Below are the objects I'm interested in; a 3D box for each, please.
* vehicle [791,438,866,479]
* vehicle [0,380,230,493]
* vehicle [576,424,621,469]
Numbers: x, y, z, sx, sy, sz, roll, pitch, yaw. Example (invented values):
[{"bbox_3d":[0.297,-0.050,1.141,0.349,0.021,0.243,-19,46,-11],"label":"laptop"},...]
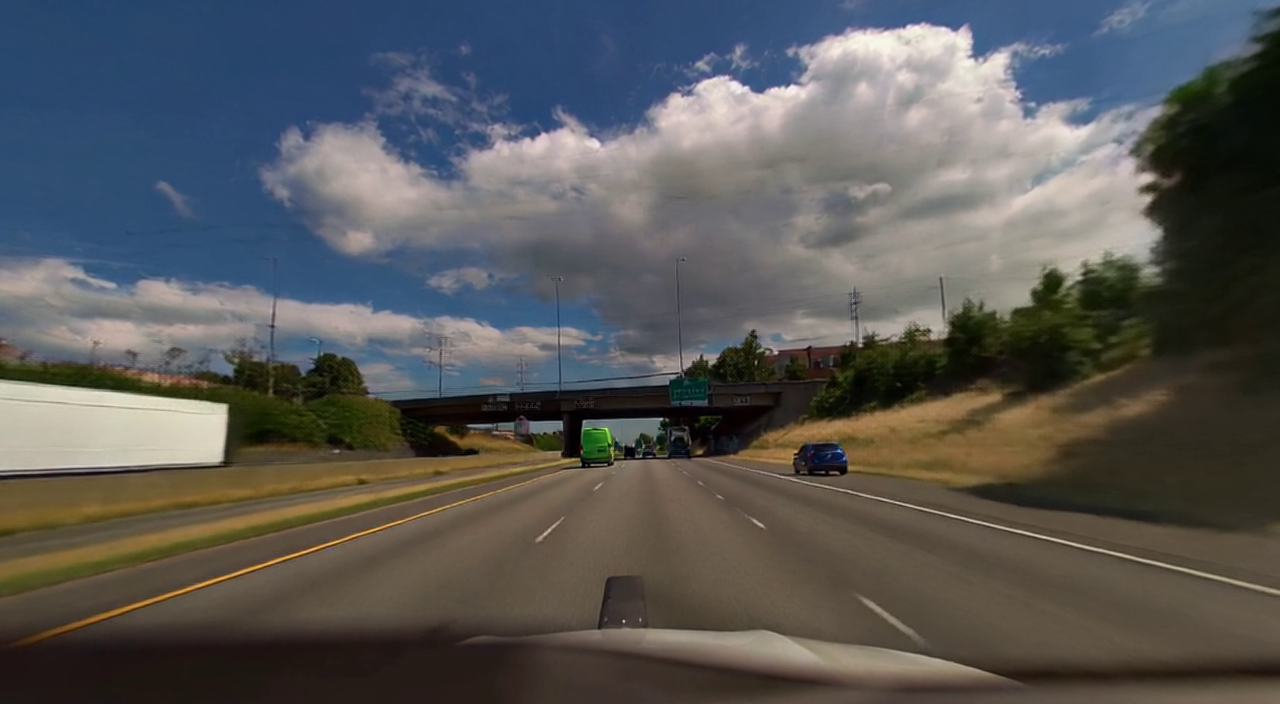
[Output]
[{"bbox_3d":[8.164,4.661,27.695,1.936,1.664,4.198,0,-9,0],"label":"vehicle"},{"bbox_3d":[-19.774,3.227,23.638,3.267,3.506,7.908,0,-9,1],"label":"vehicle"},{"bbox_3d":[-2.541,6.069,40.299,2.451,2.627,5.868,0,-9,0],"label":"vehicle"}]
